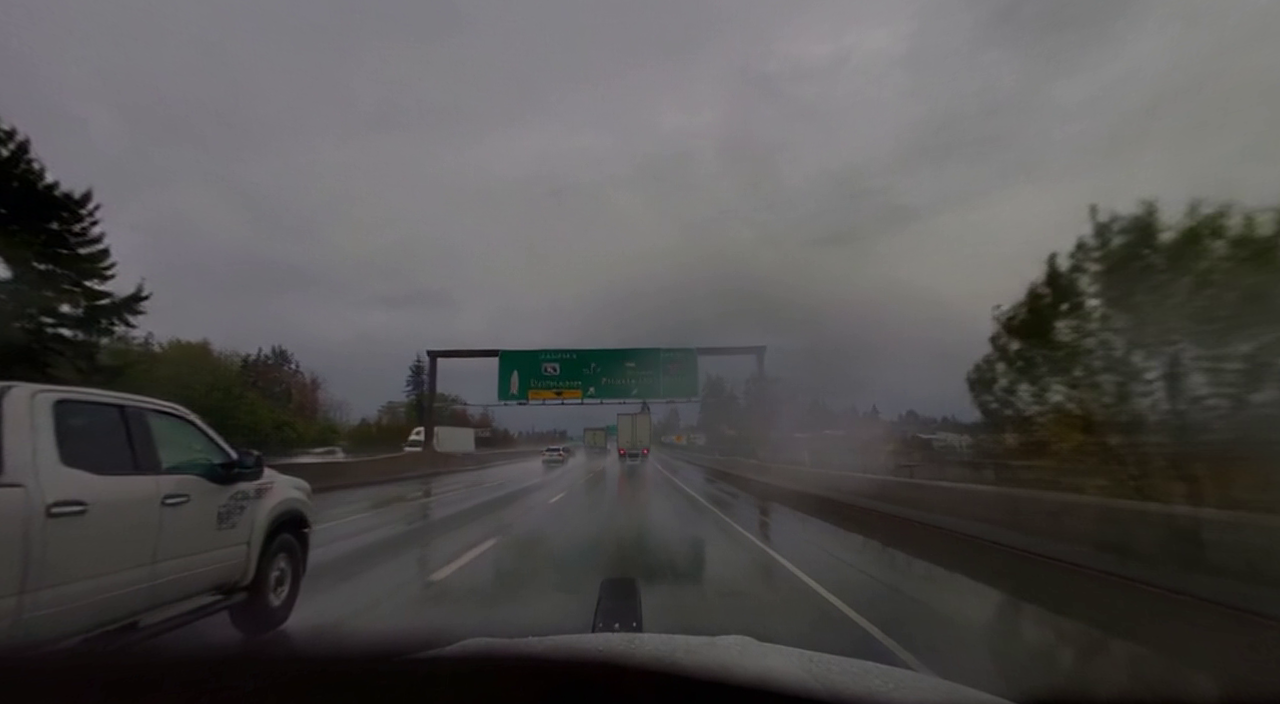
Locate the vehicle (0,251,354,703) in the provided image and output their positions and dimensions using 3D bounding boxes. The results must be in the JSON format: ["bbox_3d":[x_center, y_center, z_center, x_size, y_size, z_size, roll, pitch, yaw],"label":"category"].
[{"bbox_3d":[-3.446,0.737,2.711,2.223,2.045,4.798,0,-8,-1],"label":"vehicle"}]
